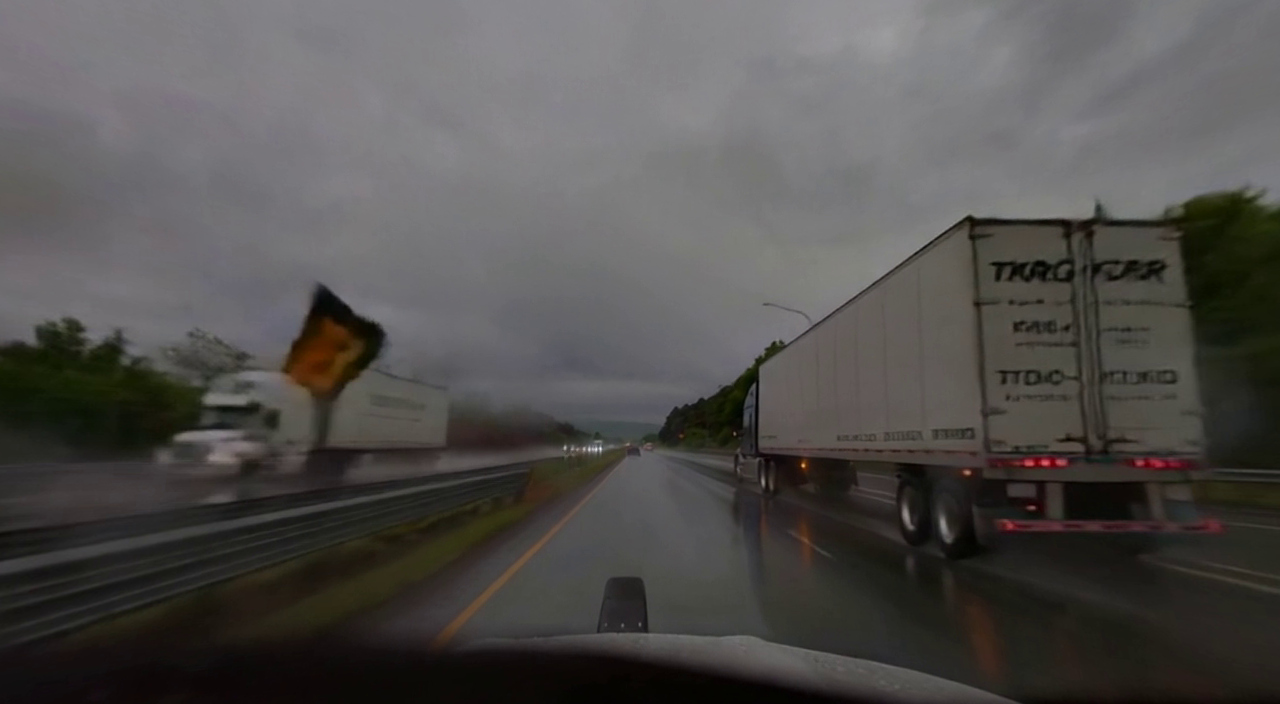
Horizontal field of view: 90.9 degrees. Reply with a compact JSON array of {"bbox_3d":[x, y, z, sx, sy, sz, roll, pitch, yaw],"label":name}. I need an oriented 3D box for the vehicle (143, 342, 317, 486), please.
[{"bbox_3d":[-12.584,1.978,19.694,3.266,4.192,2.746,0,-9,0],"label":"vehicle"}]

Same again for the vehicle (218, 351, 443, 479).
[{"bbox_3d":[-12.601,3.149,28.201,3.221,4.368,13.553,0,-9,0],"label":"vehicle"}]

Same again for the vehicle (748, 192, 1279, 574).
[{"bbox_3d":[5.211,1.340,13.767,2.983,4.030,14.444,0,-9,-1],"label":"vehicle"}]
